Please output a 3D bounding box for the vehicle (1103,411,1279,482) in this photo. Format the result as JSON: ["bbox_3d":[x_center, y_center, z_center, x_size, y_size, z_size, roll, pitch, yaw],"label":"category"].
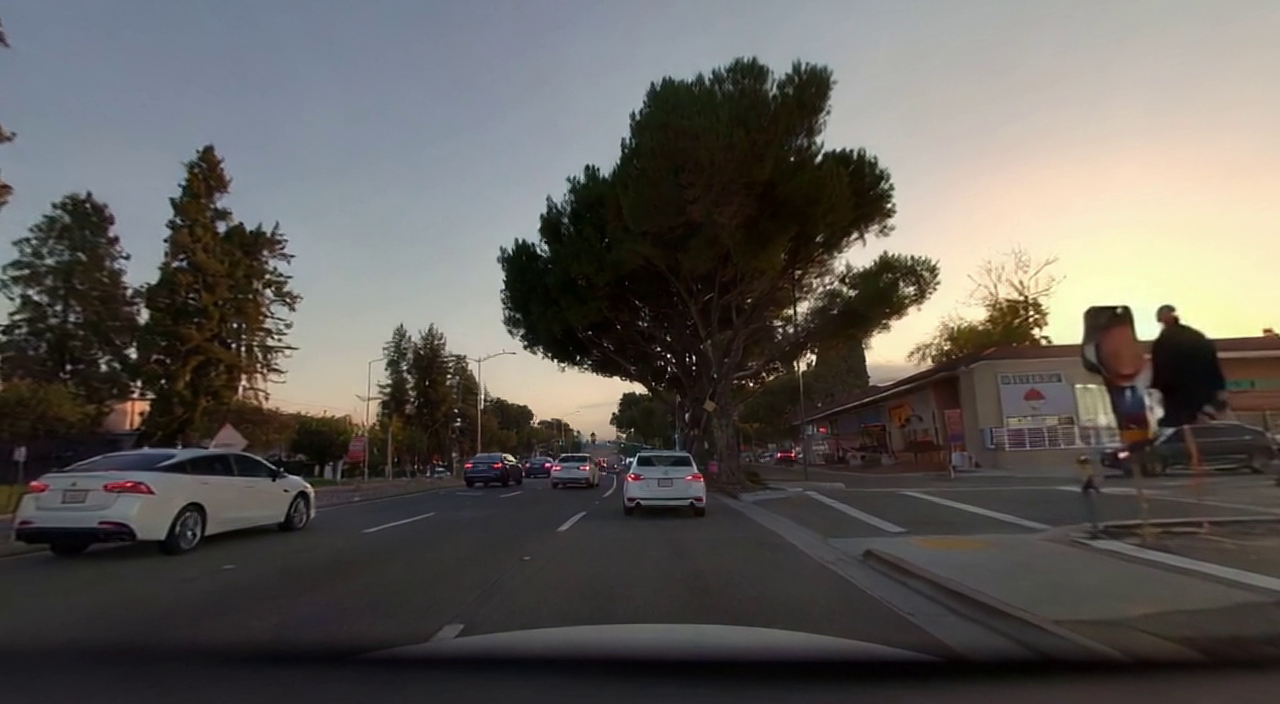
[{"bbox_3d":[17.937,2.872,19.148,5.852,1.962,2.323,-7,-11,41],"label":"vehicle"}]

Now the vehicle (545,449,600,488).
[{"bbox_3d":[-3.230,5.676,31.091,2.055,1.725,4.732,0,-9,2],"label":"vehicle"}]

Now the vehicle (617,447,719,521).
[{"bbox_3d":[0.604,3.021,14.972,2.091,1.494,3.962,0,-9,1],"label":"vehicle"}]

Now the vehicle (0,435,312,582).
[{"bbox_3d":[-7.033,2.110,9.378,1.968,1.657,4.230,0,-9,1],"label":"vehicle"}]

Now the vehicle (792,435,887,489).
[{"bbox_3d":[8.751,4.853,28.349,2.412,2.116,5.939,0,-8,1],"label":"vehicle"}]

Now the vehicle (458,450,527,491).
[{"bbox_3d":[-6.869,5.525,29.779,2.032,1.767,4.549,0,-9,1],"label":"vehicle"}]
